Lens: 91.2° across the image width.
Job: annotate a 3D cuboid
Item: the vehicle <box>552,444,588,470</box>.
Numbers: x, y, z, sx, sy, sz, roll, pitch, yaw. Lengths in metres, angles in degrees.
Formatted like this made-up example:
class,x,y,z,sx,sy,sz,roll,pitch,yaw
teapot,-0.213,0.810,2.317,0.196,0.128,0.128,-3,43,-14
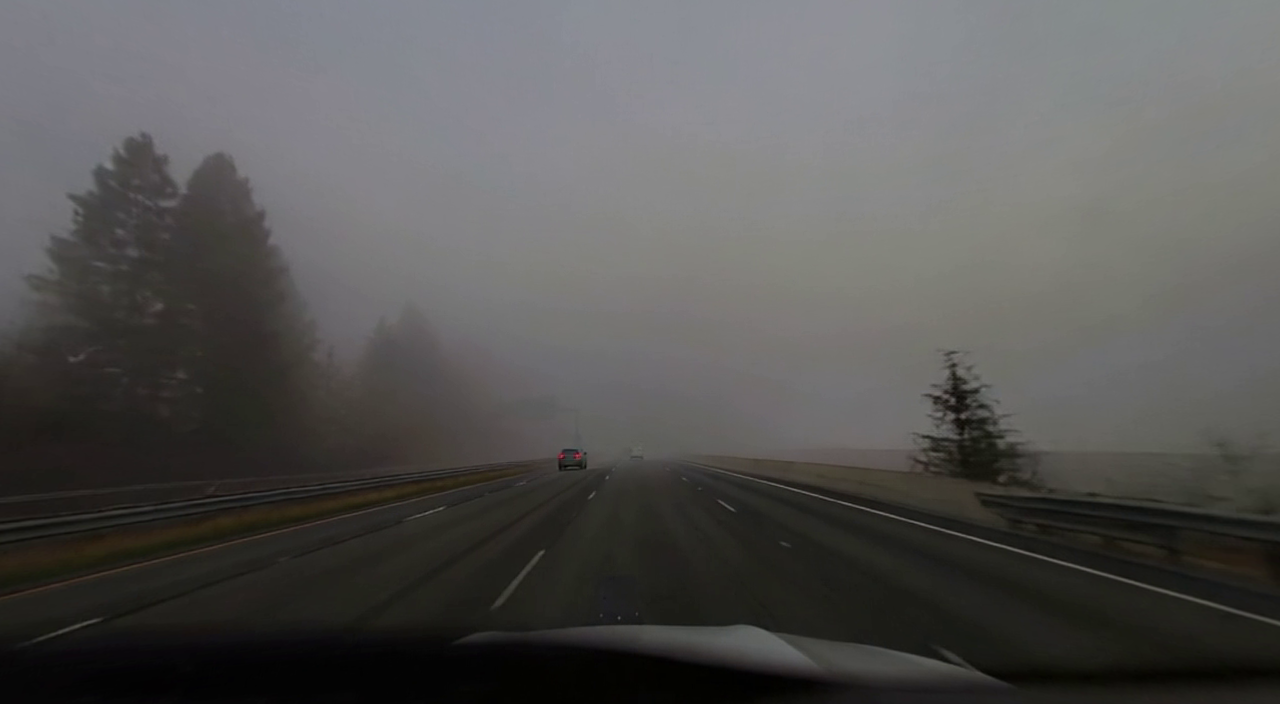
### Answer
class,x,y,z,sx,sy,sz,roll,pitch,yaw
vehicle,-4.556,6.938,41.532,1.958,1.587,4.801,0,-9,-2
